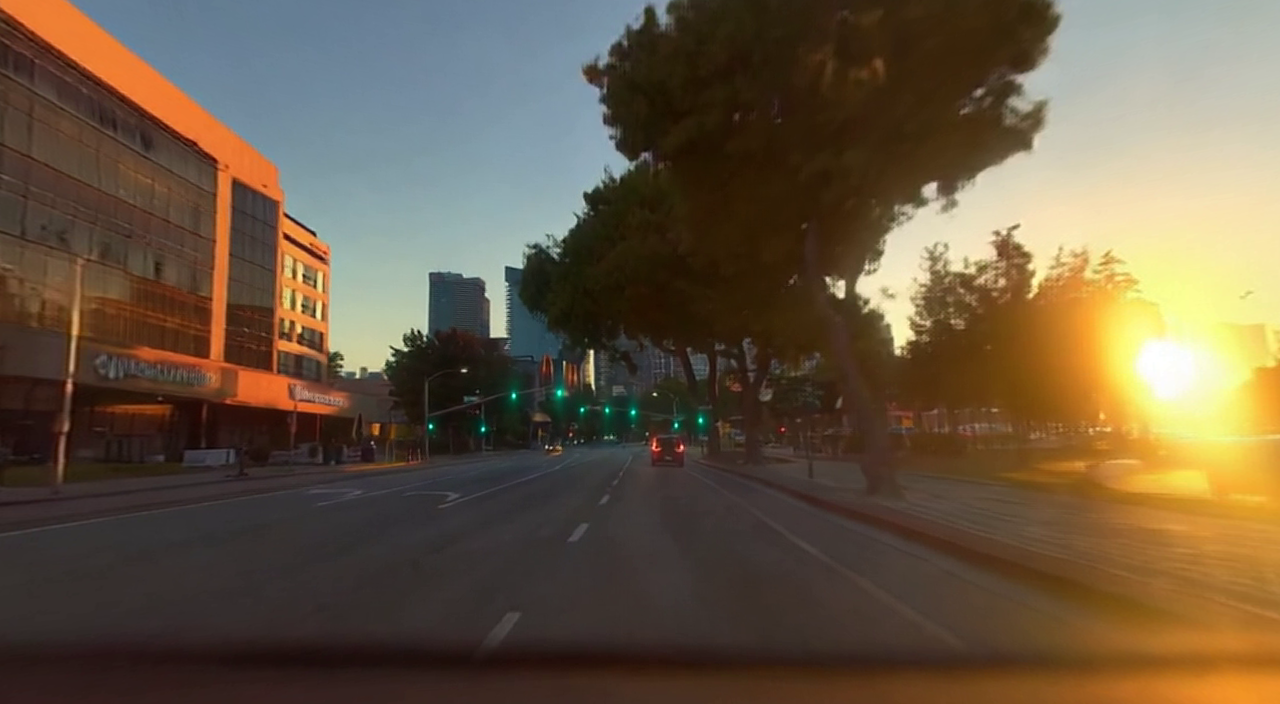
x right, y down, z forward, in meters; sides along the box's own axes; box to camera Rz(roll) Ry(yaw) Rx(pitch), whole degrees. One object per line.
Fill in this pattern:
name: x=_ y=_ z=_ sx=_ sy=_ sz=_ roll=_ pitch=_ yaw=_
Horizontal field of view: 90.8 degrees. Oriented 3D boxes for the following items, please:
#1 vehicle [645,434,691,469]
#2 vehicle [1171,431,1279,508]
vehicle: x=1.417 y=5.227 z=33.293 sx=2.230 sy=1.683 sz=4.204 roll=0 pitch=-8 yaw=1
vehicle: x=14.330 y=2.423 z=13.355 sx=4.602 sy=1.461 sz=1.899 roll=1 pitch=-8 yaw=-5
